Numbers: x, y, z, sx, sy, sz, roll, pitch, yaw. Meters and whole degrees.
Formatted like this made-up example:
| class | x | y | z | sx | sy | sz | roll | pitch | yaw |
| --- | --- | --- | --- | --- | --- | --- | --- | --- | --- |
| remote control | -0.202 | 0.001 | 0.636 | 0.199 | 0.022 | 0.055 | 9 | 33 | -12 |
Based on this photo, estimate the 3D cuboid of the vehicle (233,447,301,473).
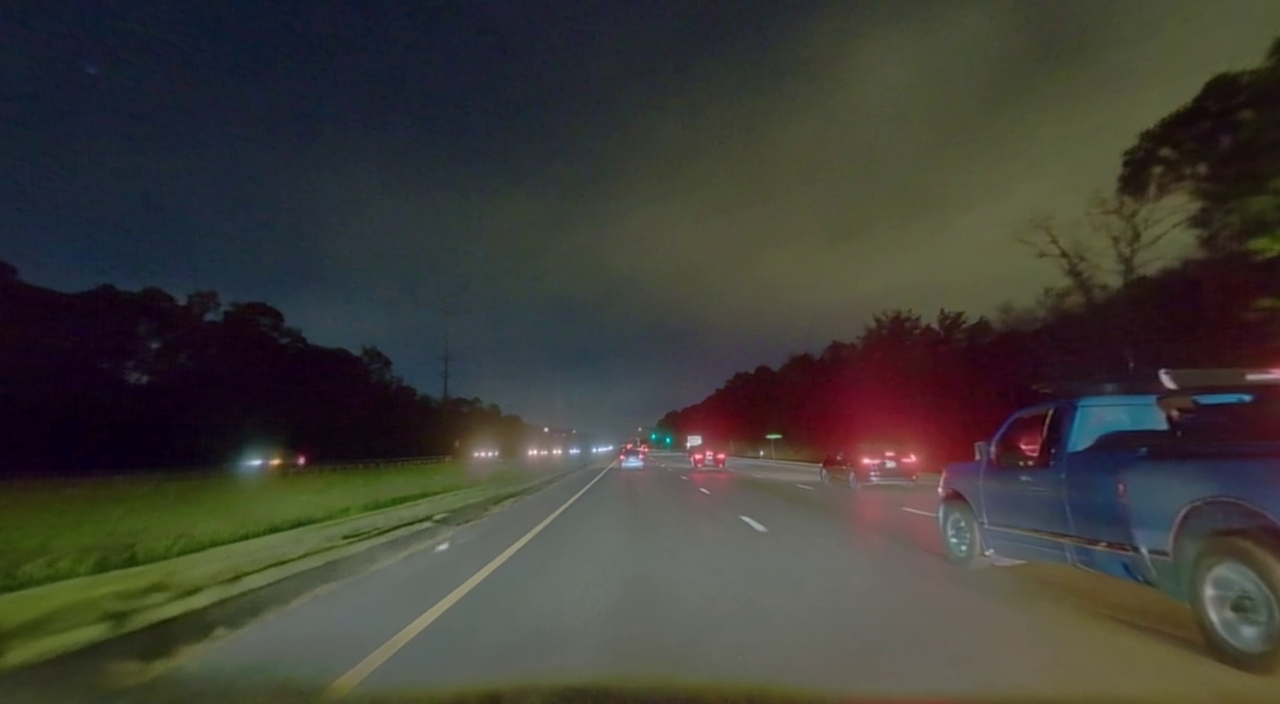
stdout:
| class | x | y | z | sx | sy | sz | roll | pitch | yaw |
| --- | --- | --- | --- | --- | --- | --- | --- | --- | --- |
| vehicle | -28.728 | 8.292 | 48.845 | 2.139 | 1.875 | 5.063 | 0 | -8 | 0 |

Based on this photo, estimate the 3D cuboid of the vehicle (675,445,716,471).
| class | x | y | z | sx | sy | sz | roll | pitch | yaw |
| --- | --- | --- | --- | --- | --- | --- | --- | --- | --- |
| vehicle | 3.371 | 6.509 | 39.131 | 1.978 | 1.488 | 4.252 | 0 | -8 | -2 |

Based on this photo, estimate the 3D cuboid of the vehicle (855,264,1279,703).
| class | x | y | z | sx | sy | sz | roll | pitch | yaw |
| --- | --- | --- | --- | --- | --- | --- | --- | --- | --- |
| vehicle | 3.727 | 0.906 | 4.097 | 2.461 | 2.013 | 6.075 | 0 | -8 | -1 |

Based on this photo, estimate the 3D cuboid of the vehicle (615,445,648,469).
| class | x | y | z | sx | sy | sz | roll | pitch | yaw |
| --- | --- | --- | --- | --- | --- | --- | --- | --- | --- |
| vehicle | -0.555 | 6.891 | 41.597 | 2.085 | 1.449 | 3.860 | 0 | -8 | -1 |
